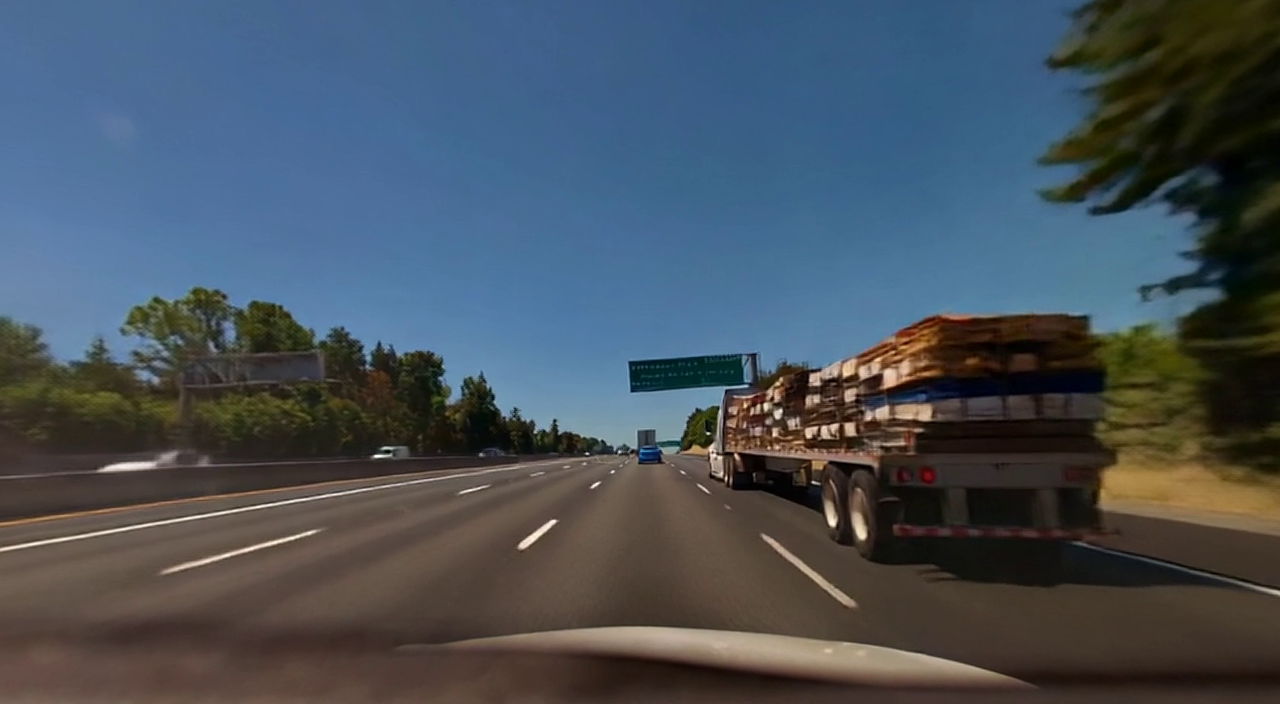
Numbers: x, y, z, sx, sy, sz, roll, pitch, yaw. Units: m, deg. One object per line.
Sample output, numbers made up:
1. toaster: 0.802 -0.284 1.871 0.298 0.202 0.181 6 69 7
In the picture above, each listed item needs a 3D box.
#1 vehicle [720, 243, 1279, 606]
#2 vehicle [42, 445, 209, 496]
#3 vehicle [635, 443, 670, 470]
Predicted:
1. vehicle: 4.398 1.912 14.844 2.917 3.179 18.723 0 -8 1
2. vehicle: -17.460 3.987 21.761 1.811 1.505 4.628 0 -8 1
3. vehicle: 0.712 6.332 38.489 2.042 1.528 4.300 0 -8 0
